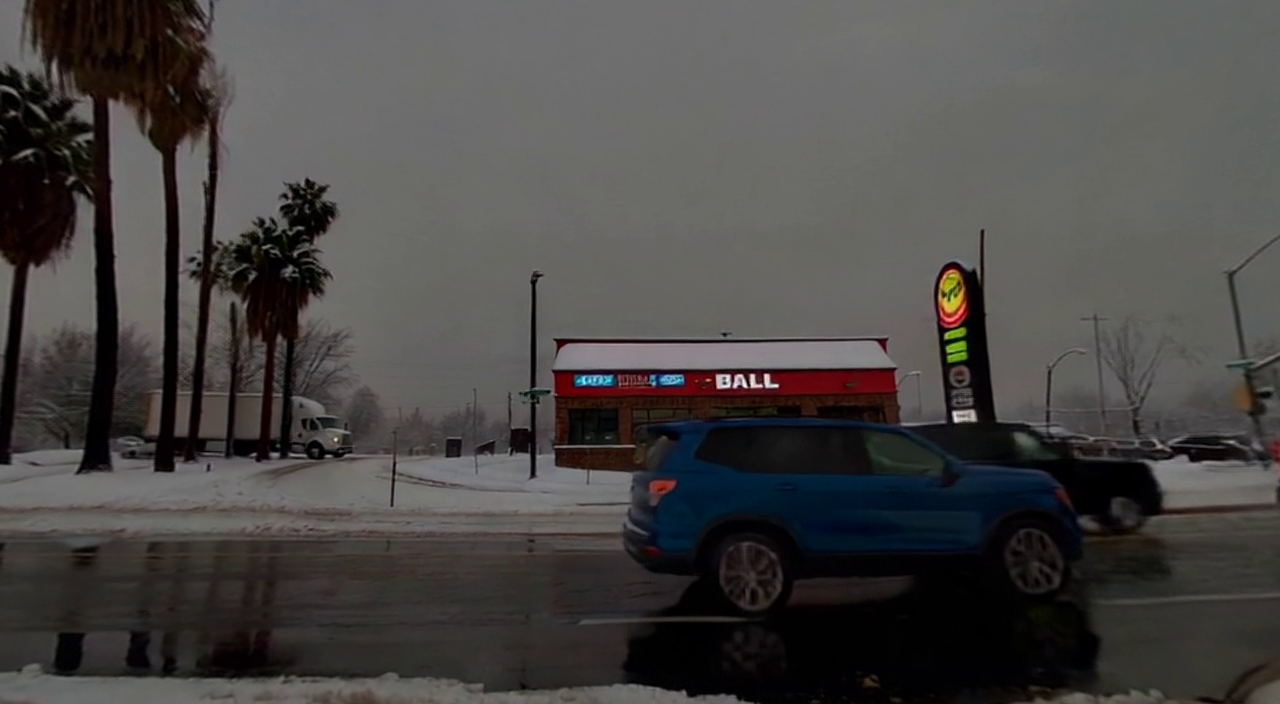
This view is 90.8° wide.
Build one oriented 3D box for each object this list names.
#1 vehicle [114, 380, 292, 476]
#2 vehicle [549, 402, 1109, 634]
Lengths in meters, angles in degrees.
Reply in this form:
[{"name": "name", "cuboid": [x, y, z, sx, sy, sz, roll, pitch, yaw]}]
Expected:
[{"name": "vehicle", "cuboid": [-19.979, 3.679, 29.739, 3.034, 3.929, 7.699, 0, -9, -3]}, {"name": "vehicle", "cuboid": [1.461, 1.436, 6.088, 4.493, 1.728, 2.137, 1, -9, -5]}]
